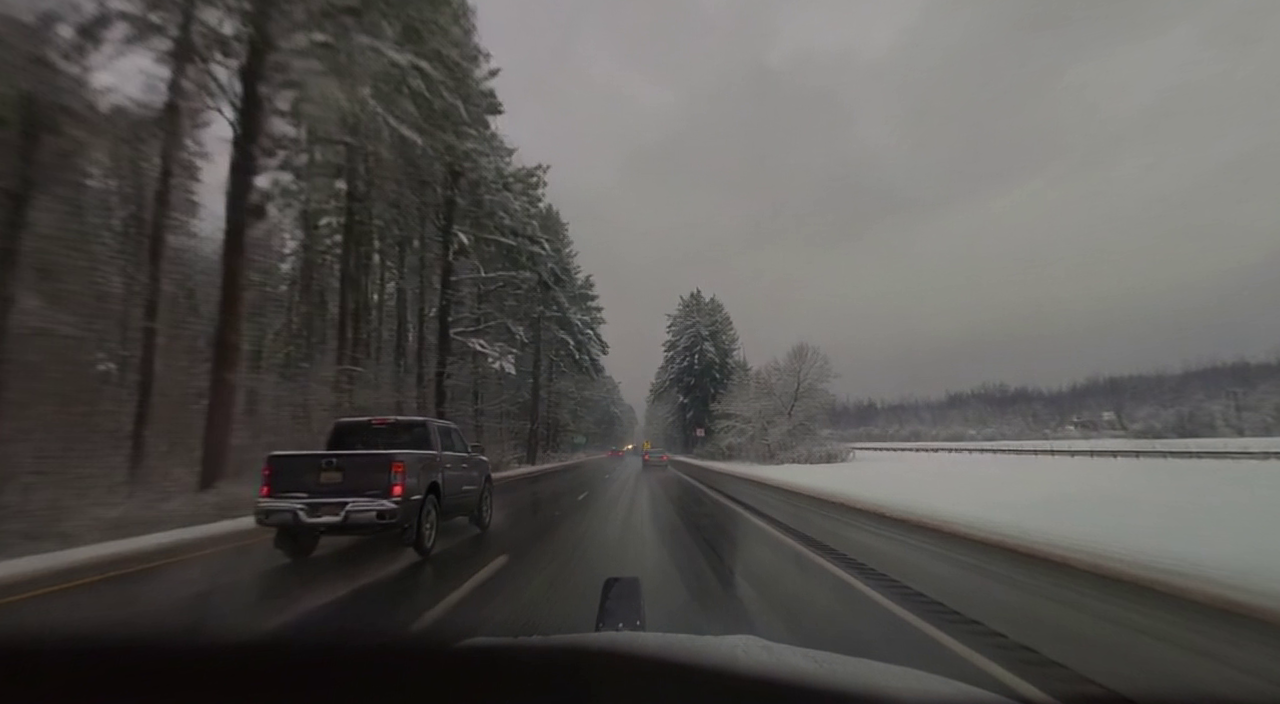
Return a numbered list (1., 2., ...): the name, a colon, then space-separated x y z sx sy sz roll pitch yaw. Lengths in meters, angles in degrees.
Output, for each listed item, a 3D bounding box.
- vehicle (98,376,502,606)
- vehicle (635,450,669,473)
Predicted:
1. vehicle: -3.589 1.603 8.189 2.418 2.049 4.930 0 -9 0
2. vehicle: 0.751 7.417 43.117 2.046 1.452 4.407 0 -9 -2
